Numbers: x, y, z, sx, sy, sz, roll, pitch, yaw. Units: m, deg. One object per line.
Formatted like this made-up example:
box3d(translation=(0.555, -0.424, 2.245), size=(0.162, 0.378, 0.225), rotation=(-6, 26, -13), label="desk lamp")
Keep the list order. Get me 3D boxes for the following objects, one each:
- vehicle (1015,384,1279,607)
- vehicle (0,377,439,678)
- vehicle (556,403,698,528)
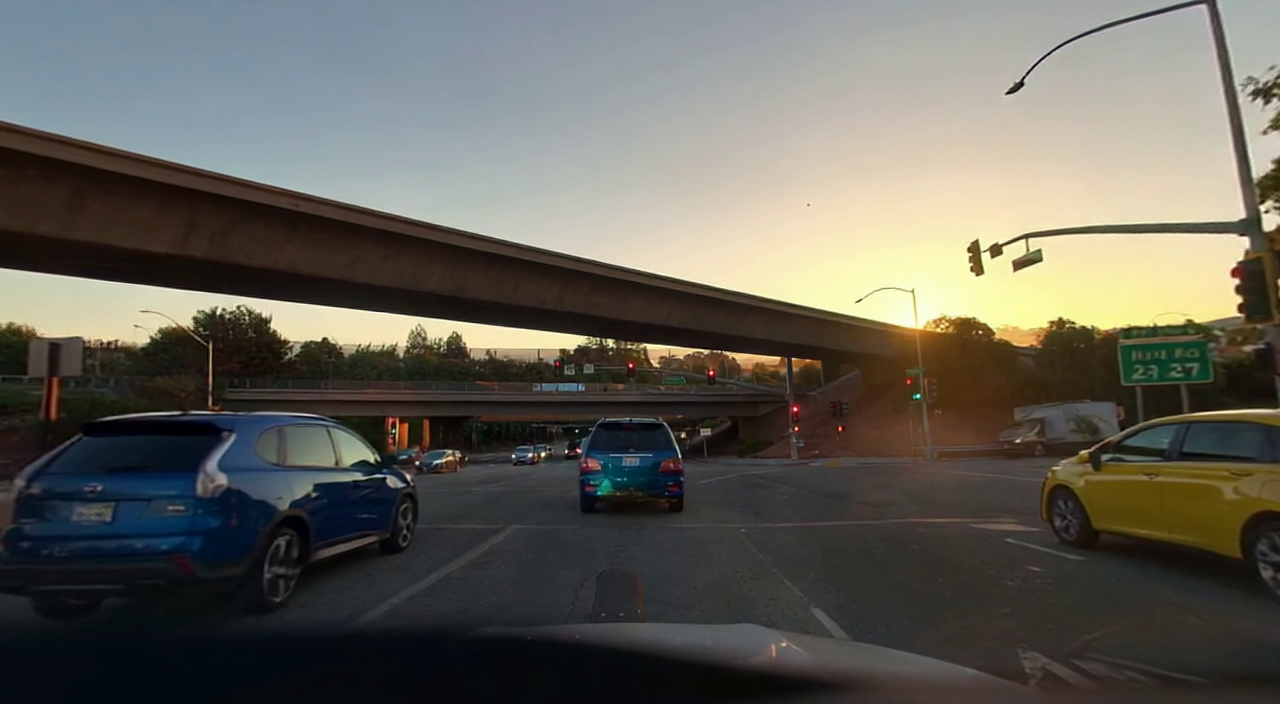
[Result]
box3d(translation=(6.208, 1.354, 6.456), size=(2.074, 1.785, 4.320), rotation=(0, -8, 0), label="vehicle")
box3d(translation=(-3.770, 1.378, 6.150), size=(2.060, 1.768, 4.681), rotation=(0, -8, 0), label="vehicle")
box3d(translation=(-0.279, 2.212, 12.815), size=(2.342, 2.026, 4.642), rotation=(0, -8, -2), label="vehicle")
